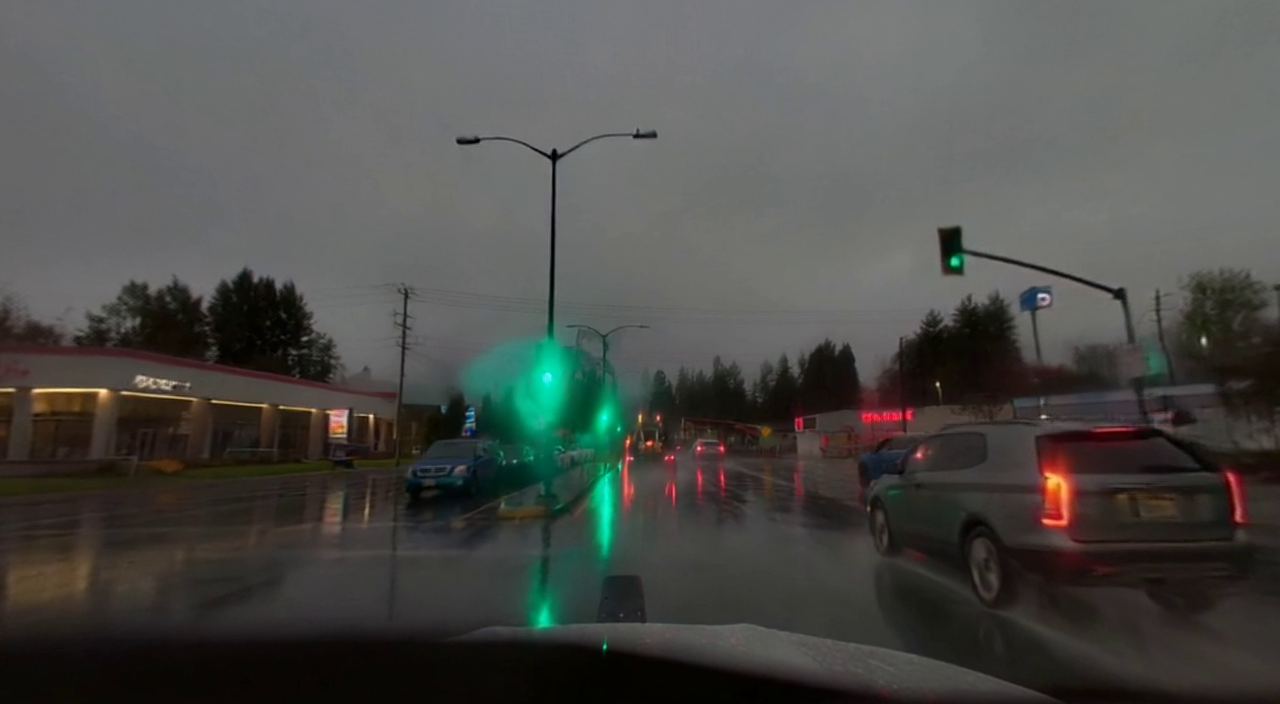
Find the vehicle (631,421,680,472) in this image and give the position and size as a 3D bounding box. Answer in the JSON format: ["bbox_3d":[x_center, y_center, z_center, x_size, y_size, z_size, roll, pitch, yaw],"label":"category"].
[{"bbox_3d":[0.750,5.056,34.141,2.370,2.518,3.858,-2,-7,-2],"label":"vehicle"}]

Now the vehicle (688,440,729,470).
[{"bbox_3d":[4.193,6.397,39.472,2.025,1.754,4.311,0,-8,-1],"label":"vehicle"}]

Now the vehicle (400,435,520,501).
[{"bbox_3d":[-4.613,3.019,16.859,2.001,1.518,4.316,0,-8,-1],"label":"vehicle"}]

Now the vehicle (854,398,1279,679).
[{"bbox_3d":[3.646,1.369,5.695,2.025,1.618,3.949,0,-8,0],"label":"vehicle"}]
